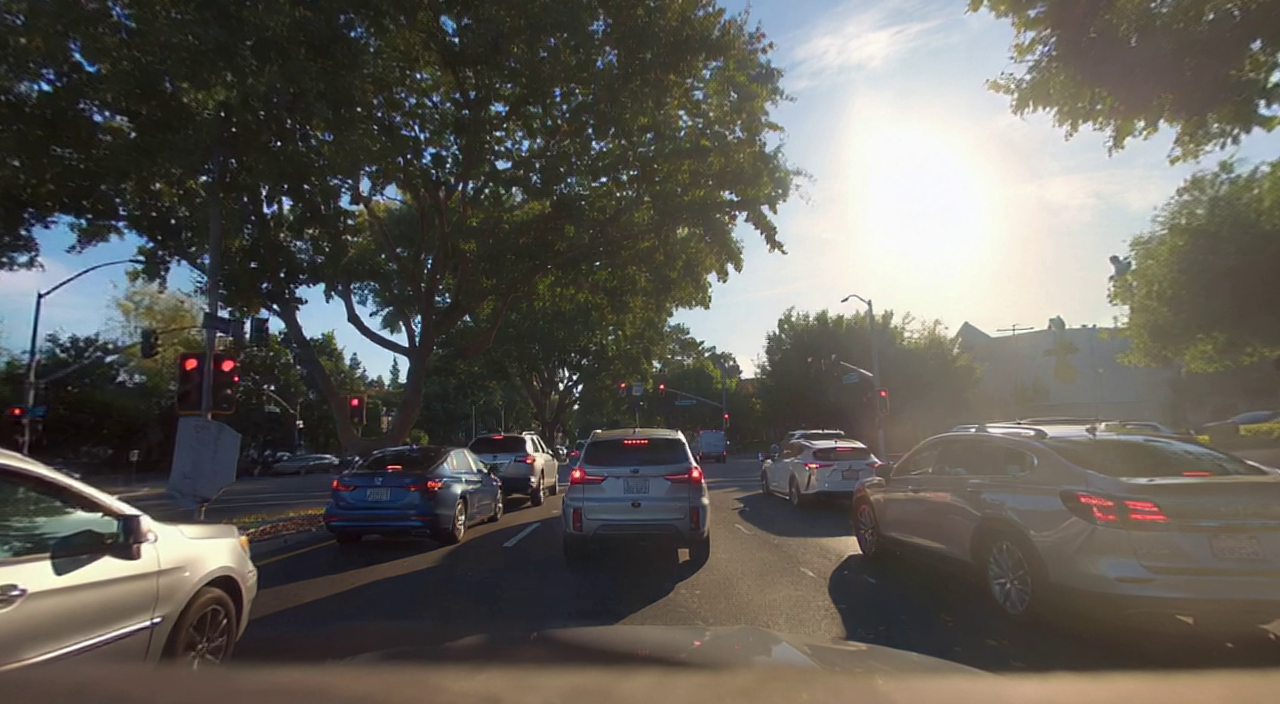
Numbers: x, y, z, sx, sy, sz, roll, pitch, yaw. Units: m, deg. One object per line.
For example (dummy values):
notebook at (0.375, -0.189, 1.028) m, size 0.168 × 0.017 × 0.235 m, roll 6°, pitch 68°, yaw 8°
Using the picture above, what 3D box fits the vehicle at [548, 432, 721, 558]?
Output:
vehicle at (-0.080, 2.006, 9.598) m, size 2.061 × 1.470 × 3.970 m, roll 0°, pitch -8°, yaw 0°

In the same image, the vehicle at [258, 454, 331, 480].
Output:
vehicle at (-23.675, 7.845, 43.278) m, size 4.432 × 1.685 × 1.957 m, roll -4°, pitch -9°, yaw 24°

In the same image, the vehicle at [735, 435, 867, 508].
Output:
vehicle at (3.641, 2.784, 15.240) m, size 1.922 × 1.472 × 4.440 m, roll 0°, pitch -8°, yaw -1°

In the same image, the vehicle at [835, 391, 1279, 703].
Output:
vehicle at (3.381, 1.307, 5.423) m, size 1.933 × 1.564 × 4.600 m, roll 0°, pitch -8°, yaw 0°

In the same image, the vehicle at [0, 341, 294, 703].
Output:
vehicle at (-3.666, 0.839, 2.538) m, size 2.047 × 1.764 × 4.369 m, roll 0°, pitch -8°, yaw 0°

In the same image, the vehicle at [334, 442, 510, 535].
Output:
vehicle at (-3.932, 2.508, 12.331) m, size 1.919 × 1.459 × 4.371 m, roll 0°, pitch -8°, yaw -1°
